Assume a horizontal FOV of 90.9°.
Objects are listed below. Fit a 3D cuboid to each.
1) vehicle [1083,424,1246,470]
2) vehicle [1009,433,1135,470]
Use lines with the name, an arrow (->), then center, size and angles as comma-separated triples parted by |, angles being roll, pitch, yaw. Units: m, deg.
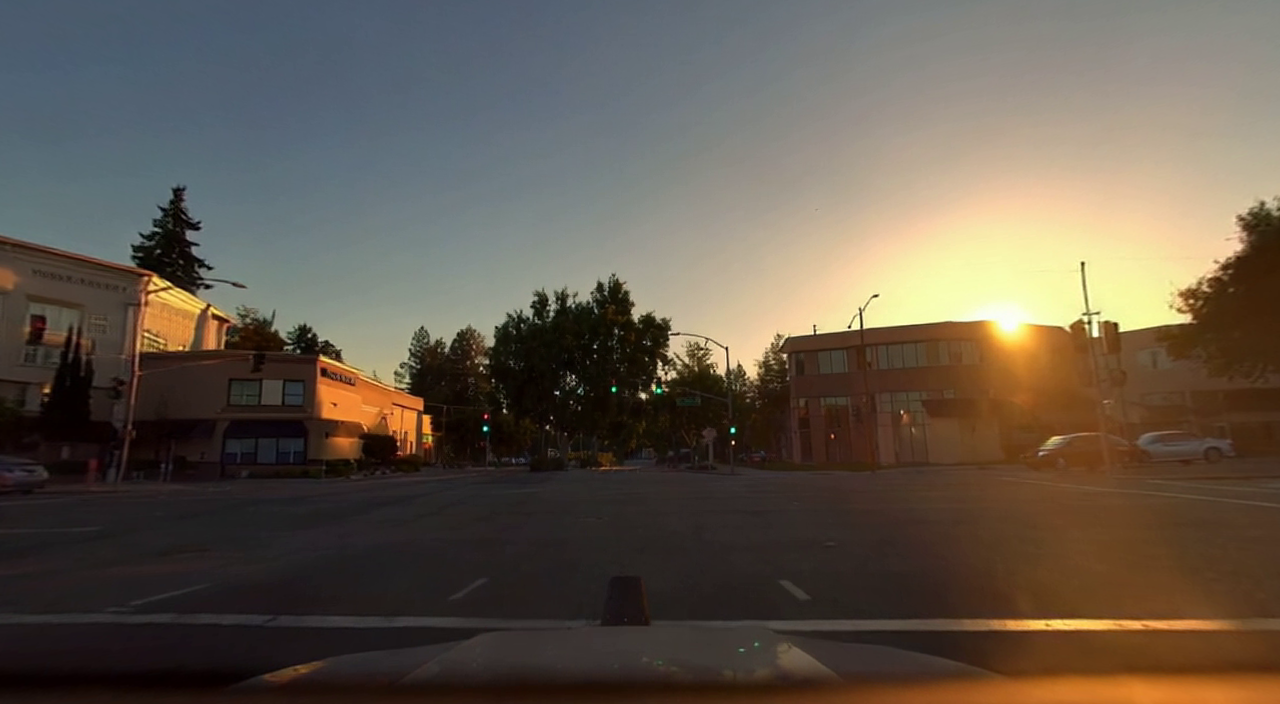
vehicle -> 19.483, 3.543, 23.563 | 4.288, 1.600, 1.927 | 0, -8, 1
vehicle -> 20.425, 4.712, 29.921 | 4.483, 1.691, 1.949 | 0, -8, 1
